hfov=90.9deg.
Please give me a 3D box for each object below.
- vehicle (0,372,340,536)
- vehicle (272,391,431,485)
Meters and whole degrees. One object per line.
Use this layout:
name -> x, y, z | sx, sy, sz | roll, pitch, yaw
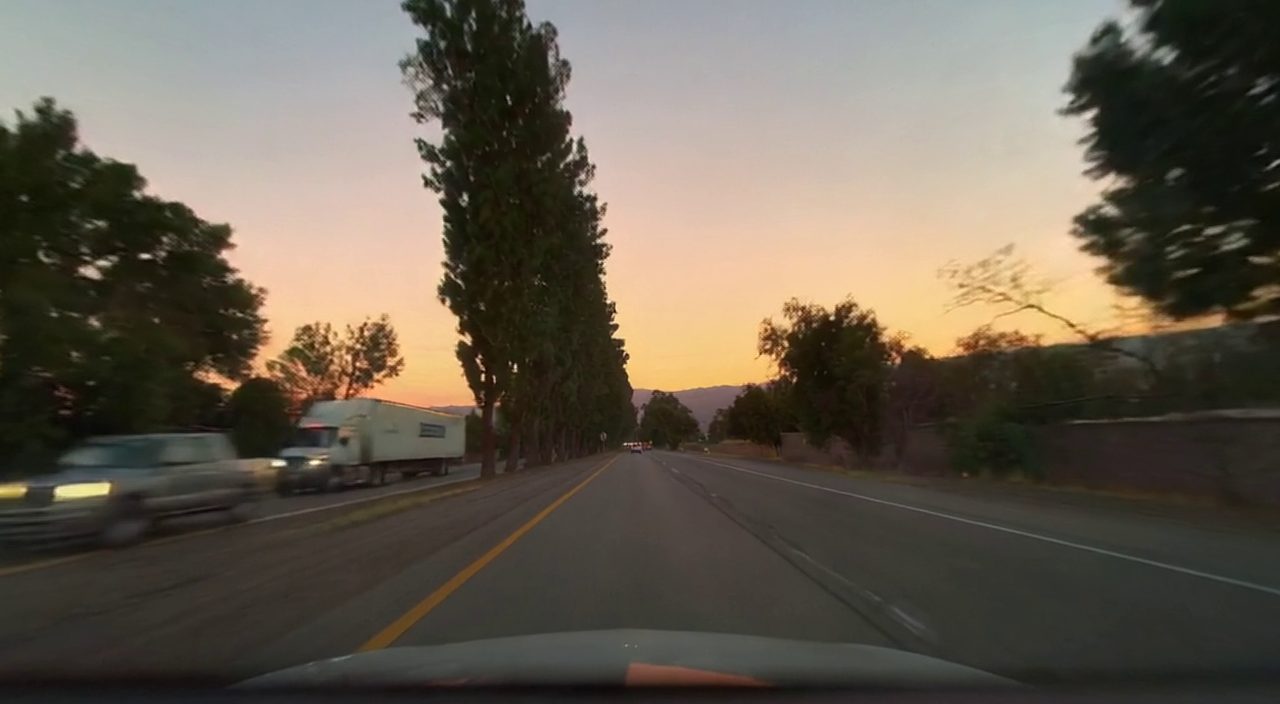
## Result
vehicle -> -9.554, 2.170, 13.759 | 2.233, 2.593, 7.395 | 0, -9, 1
vehicle -> -13.474, 4.288, 30.883 | 2.962, 3.836, 10.189 | 0, -9, 0
